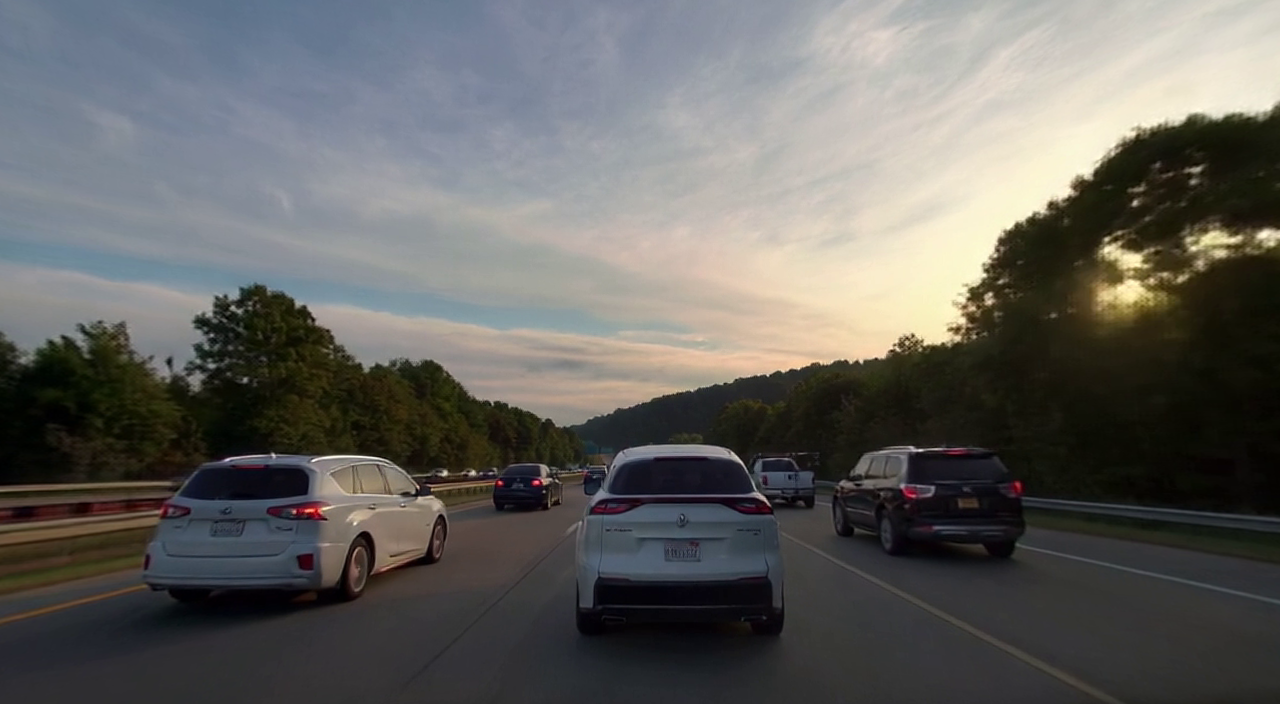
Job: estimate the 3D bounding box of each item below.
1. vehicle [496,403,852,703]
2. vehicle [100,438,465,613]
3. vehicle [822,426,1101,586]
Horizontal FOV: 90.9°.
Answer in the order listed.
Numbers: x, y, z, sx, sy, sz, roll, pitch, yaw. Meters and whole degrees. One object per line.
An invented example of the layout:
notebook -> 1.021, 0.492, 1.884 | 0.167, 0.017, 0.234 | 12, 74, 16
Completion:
vehicle -> 0.193, 1.560, 5.825 | 2.057, 1.725, 4.126 | 1, -11, 0
vehicle -> -3.881, 1.985, 7.964 | 1.994, 1.556, 4.263 | 0, -11, 1
vehicle -> 4.502, 2.253, 9.799 | 1.984, 1.876, 4.287 | 1, -11, -1
